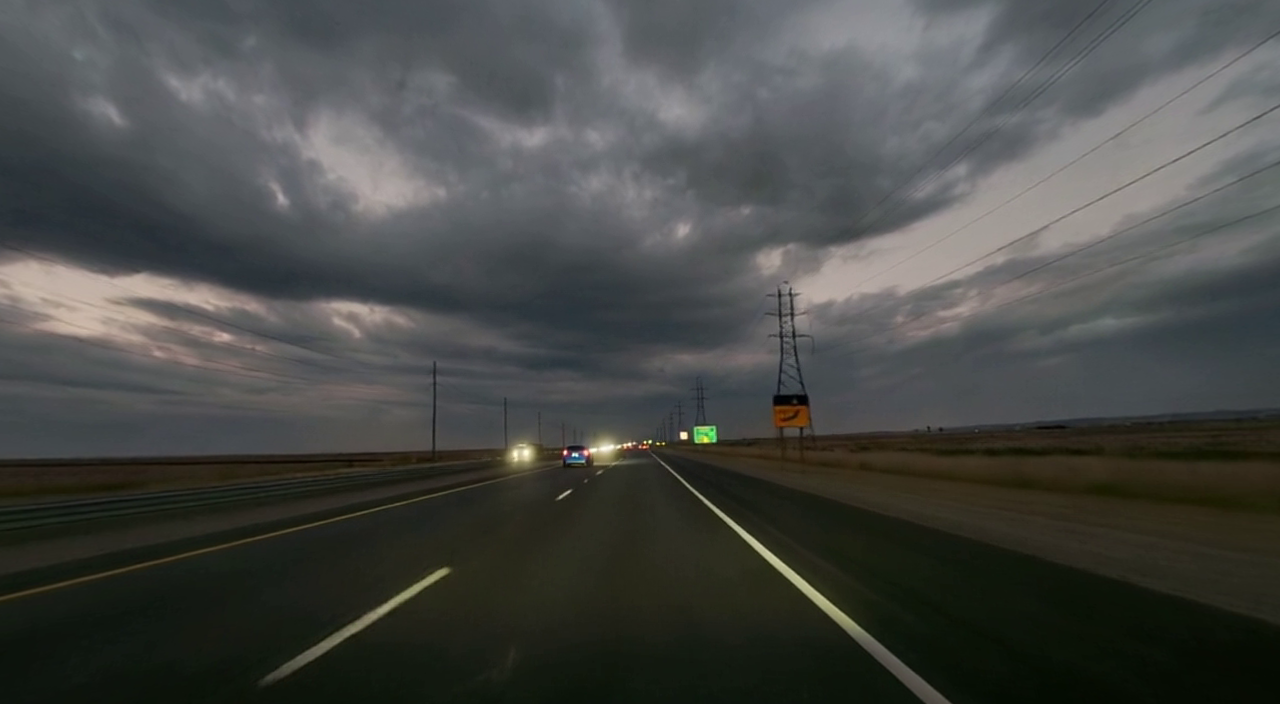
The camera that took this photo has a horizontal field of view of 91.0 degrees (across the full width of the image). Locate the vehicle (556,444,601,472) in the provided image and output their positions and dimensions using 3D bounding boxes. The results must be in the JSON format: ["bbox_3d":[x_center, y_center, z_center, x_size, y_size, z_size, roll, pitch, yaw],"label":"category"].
[{"bbox_3d":[-3.548,6.200,37.010,2.106,1.543,4.465,0,-9,1],"label":"vehicle"}]
